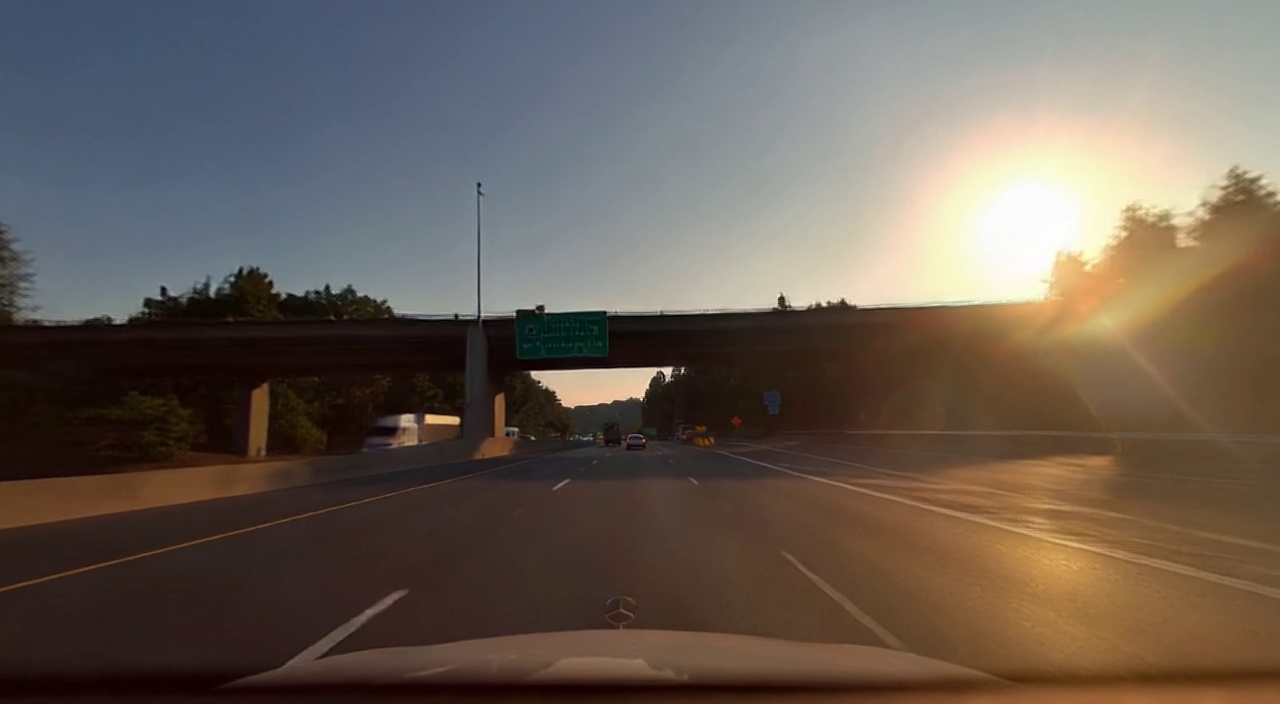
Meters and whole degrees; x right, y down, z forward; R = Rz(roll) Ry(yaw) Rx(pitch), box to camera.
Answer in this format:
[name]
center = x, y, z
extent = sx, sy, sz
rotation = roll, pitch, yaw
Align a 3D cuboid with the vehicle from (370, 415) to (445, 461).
[vehicle]
center = -16.873, 6.325, 46.276
extent = 2.477, 3.056, 7.996
rotation = 0, -8, 0
